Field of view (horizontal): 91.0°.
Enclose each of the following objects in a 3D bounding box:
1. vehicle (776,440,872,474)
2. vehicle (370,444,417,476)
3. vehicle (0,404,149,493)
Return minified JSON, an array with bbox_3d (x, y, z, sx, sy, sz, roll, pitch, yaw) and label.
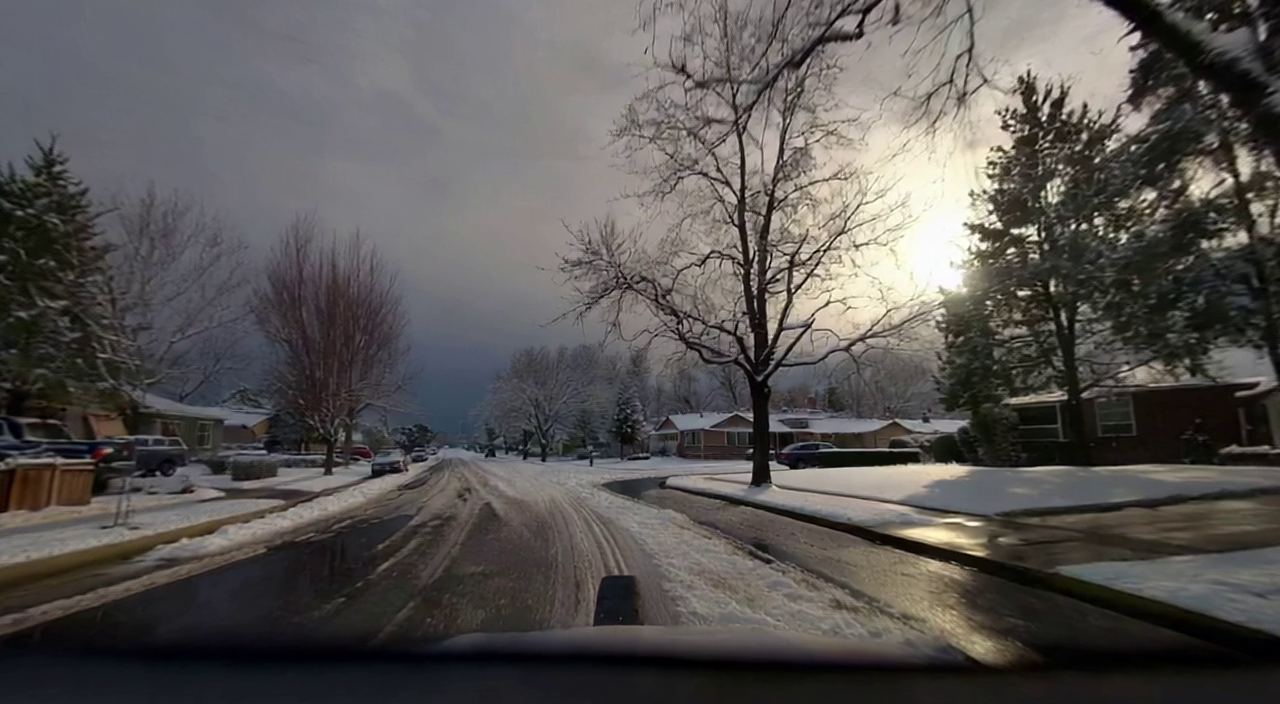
[{"bbox_3d":[10.519,5.948,36.020,4.933,1.817,2.014,3,-8,-18],"label":"vehicle"},{"bbox_3d":[-13.394,5.895,34.426,1.938,1.499,4.290,-1,-9,-15],"label":"vehicle"},{"bbox_3d":[-16.473,2.423,15.798,5.907,2.064,2.507,1,-9,-9],"label":"vehicle"}]
